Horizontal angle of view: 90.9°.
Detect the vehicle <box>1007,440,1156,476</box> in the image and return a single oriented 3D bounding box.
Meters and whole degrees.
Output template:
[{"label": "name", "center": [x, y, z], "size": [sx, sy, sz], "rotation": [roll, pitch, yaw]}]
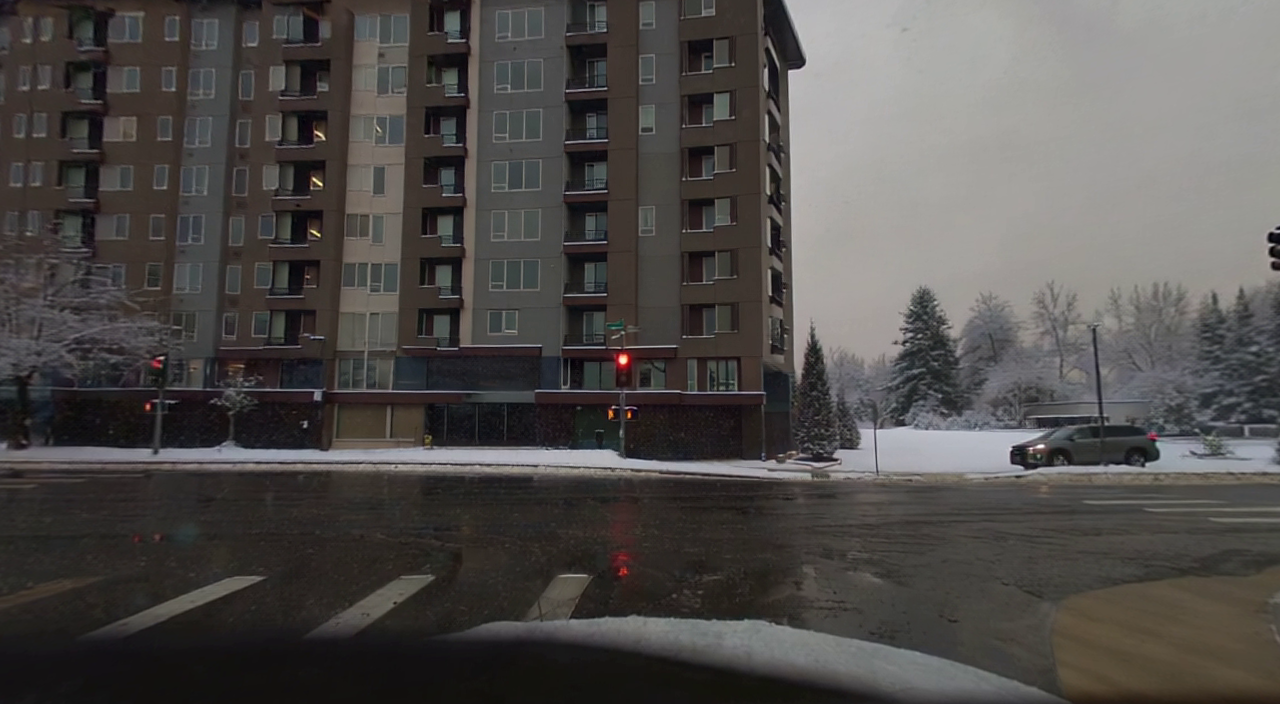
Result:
[{"label": "vehicle", "center": [18.571, 4.468, 26.689], "size": [4.823, 1.458, 1.914], "rotation": [0, -9, -1]}]
